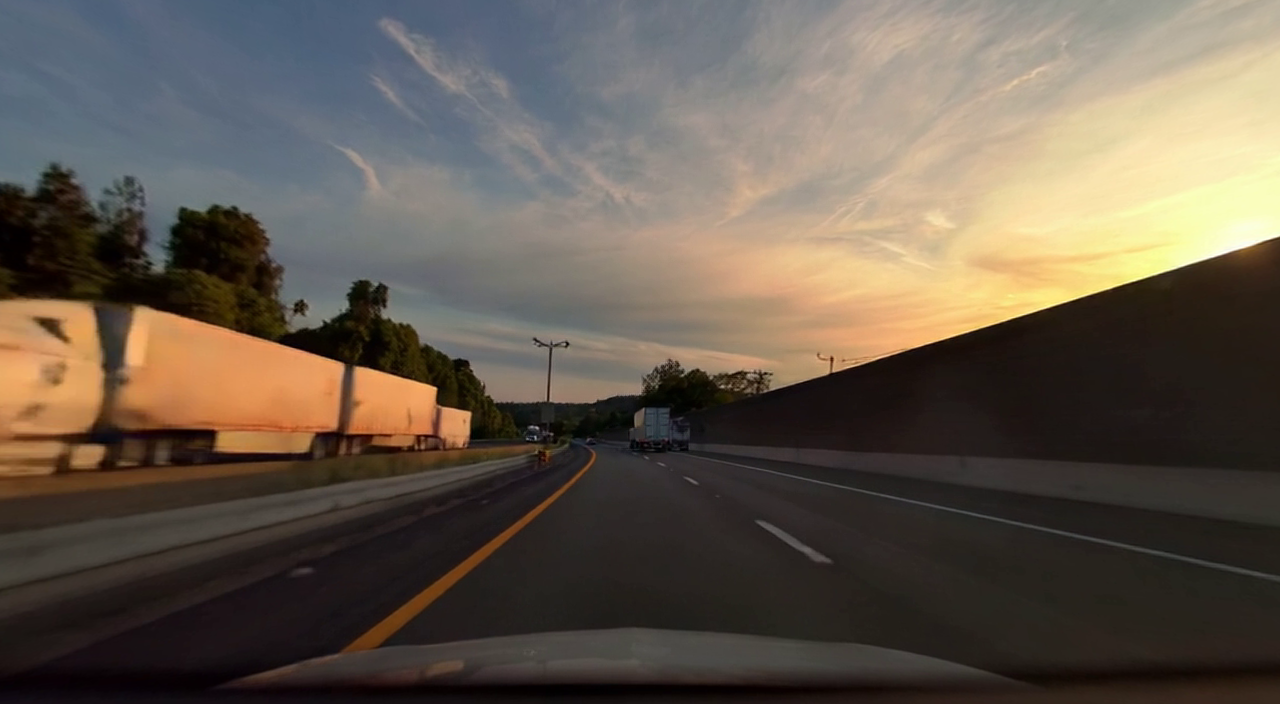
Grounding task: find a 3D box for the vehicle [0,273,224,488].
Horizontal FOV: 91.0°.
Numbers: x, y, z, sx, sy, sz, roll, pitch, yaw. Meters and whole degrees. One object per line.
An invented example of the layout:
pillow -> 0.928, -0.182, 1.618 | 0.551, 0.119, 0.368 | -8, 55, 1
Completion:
vehicle -> -12.823, 0.878, 14.004 | 2.962, 3.832, 5.796 | 0, -8, 0
